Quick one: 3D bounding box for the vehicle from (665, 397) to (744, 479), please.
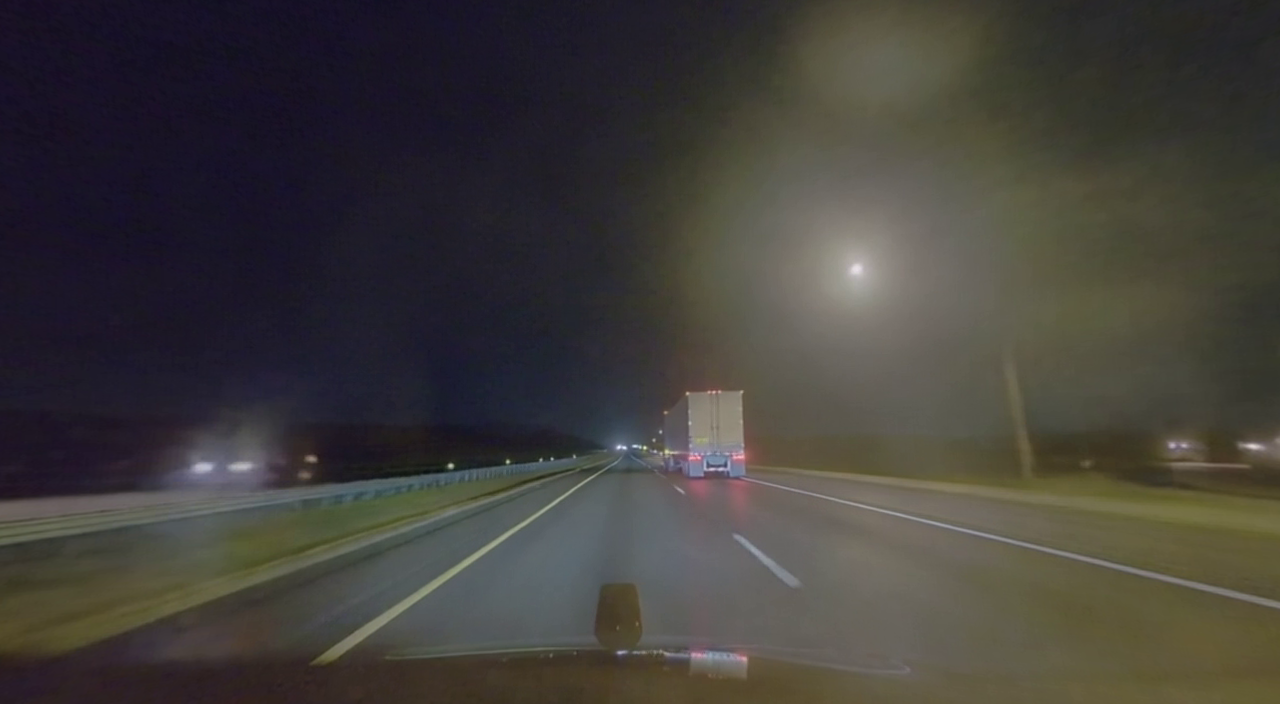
[{"bbox_3d":[3.493,5.357,38.197,2.938,4.076,13.362,0,-9,-2],"label":"vehicle"}]

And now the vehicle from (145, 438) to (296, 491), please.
[{"bbox_3d":[-13.062,3.524,19.960,1.861,1.498,4.278,0,-9,-1],"label":"vehicle"}]
